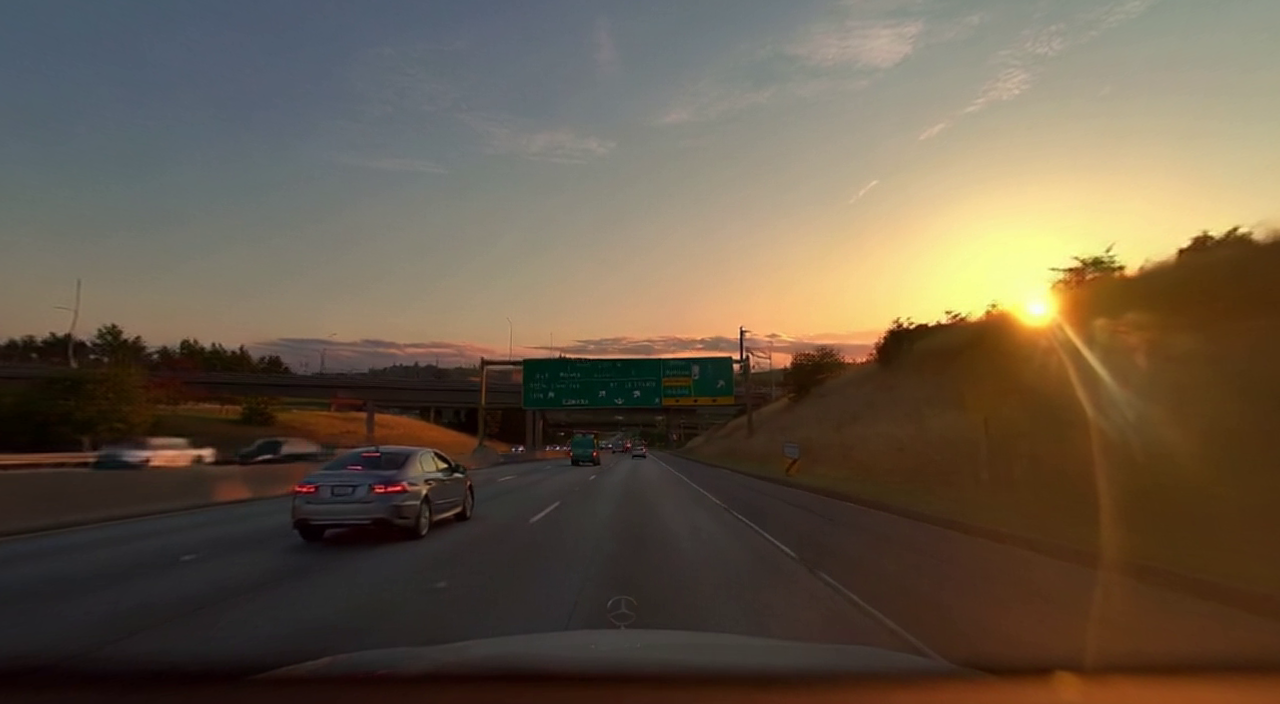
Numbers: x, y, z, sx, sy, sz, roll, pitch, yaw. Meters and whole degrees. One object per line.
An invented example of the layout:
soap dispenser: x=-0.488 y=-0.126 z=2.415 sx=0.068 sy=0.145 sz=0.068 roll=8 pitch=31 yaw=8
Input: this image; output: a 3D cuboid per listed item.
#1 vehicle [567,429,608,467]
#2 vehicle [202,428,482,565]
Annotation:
vehicle: x=-3.568 y=6.660 z=43.633 sx=2.290 sy=2.453 sz=5.561 roll=0 pitch=-9 yaw=1
vehicle: x=-3.675 y=1.846 z=8.733 sx=1.924 sy=1.436 sz=3.915 roll=0 pitch=-9 yaw=1
